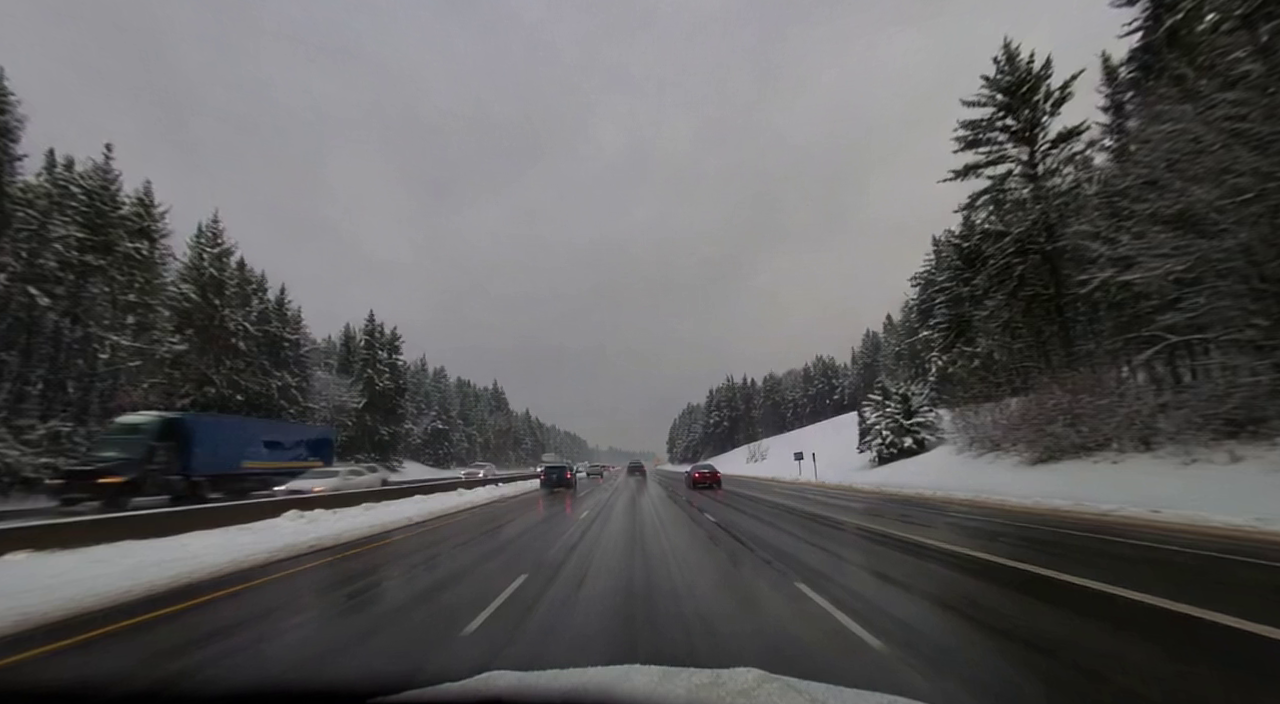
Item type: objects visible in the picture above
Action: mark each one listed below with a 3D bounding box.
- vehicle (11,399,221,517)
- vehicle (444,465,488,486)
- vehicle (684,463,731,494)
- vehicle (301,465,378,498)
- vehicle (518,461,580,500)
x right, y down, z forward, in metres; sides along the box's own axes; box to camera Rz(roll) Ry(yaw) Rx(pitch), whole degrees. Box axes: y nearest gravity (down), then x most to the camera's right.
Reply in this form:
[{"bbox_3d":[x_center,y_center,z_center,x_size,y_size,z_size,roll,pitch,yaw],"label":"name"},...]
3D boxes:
[{"bbox_3d":[-20.082,4.197,24.787,2.938,4.013,5.762,1,-11,-1],"label":"vehicle"},{"bbox_3d":[-12.713,9.040,46.307,1.913,1.457,4.579,1,-11,0],"label":"vehicle"},{"bbox_3d":[3.559,6.753,33.891,1.981,1.516,4.109,1,-10,-1],"label":"vehicle"},{"bbox_3d":[-16.107,6.958,34.057,1.877,1.593,4.590,1,-11,0],"label":"vehicle"},{"bbox_3d":[-3.741,5.378,26.603,2.000,1.484,3.995,1,-11,-1],"label":"vehicle"}]
